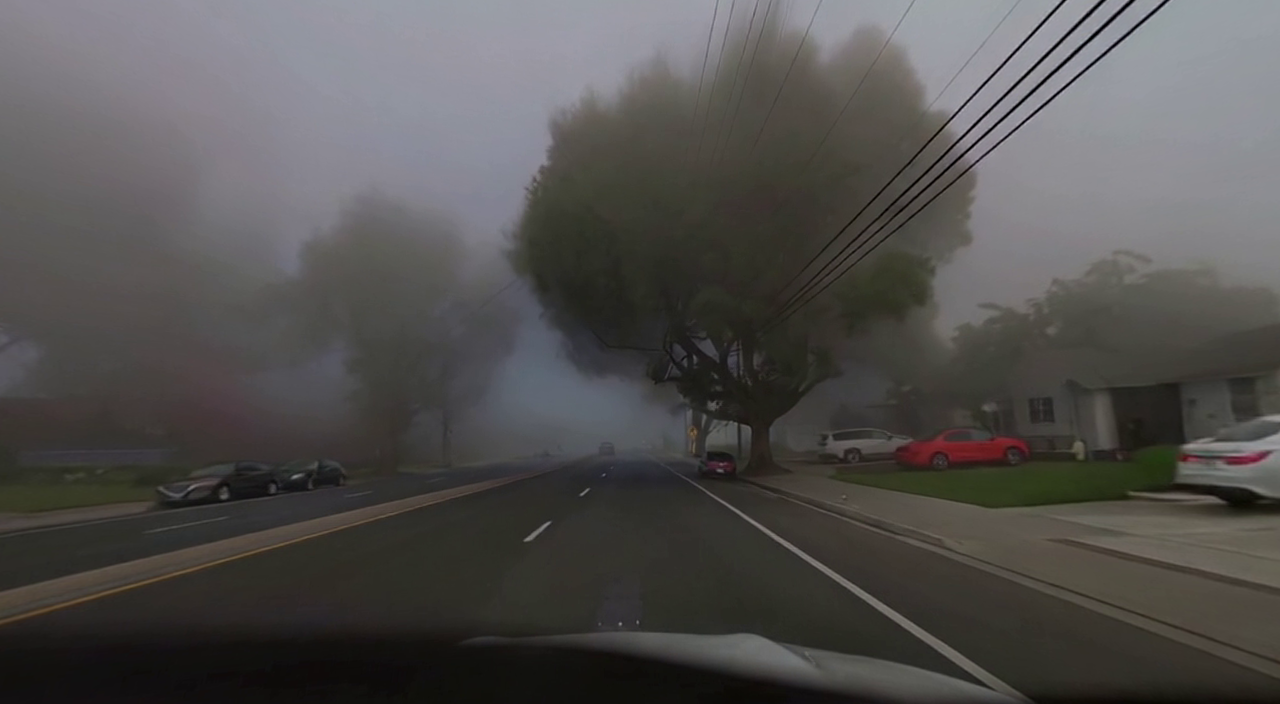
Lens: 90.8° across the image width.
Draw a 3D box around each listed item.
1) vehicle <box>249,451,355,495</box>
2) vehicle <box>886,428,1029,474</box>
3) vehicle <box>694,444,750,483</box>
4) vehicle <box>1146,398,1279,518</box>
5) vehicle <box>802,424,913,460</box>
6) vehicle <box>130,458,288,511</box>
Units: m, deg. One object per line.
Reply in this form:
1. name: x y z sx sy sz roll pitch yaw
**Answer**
1. vehicle: -13.962 4.995 26.445 1.916 1.632 4.440 0 -9 1
2. vehicle: 12.202 3.856 24.532 4.429 1.474 1.887 -3 -10 2
3. vehicle: 3.478 4.824 27.605 1.855 1.518 4.707 0 -9 1
4. vehicle: 11.556 1.636 10.433 4.415 1.753 2.098 -3 -10 2
5. vehicle: 12.856 5.364 37.612 5.713 1.857 2.285 -1 -9 -5
6. vehicle: -14.066 4.314 21.052 2.011 1.480 4.644 0 -9 0
